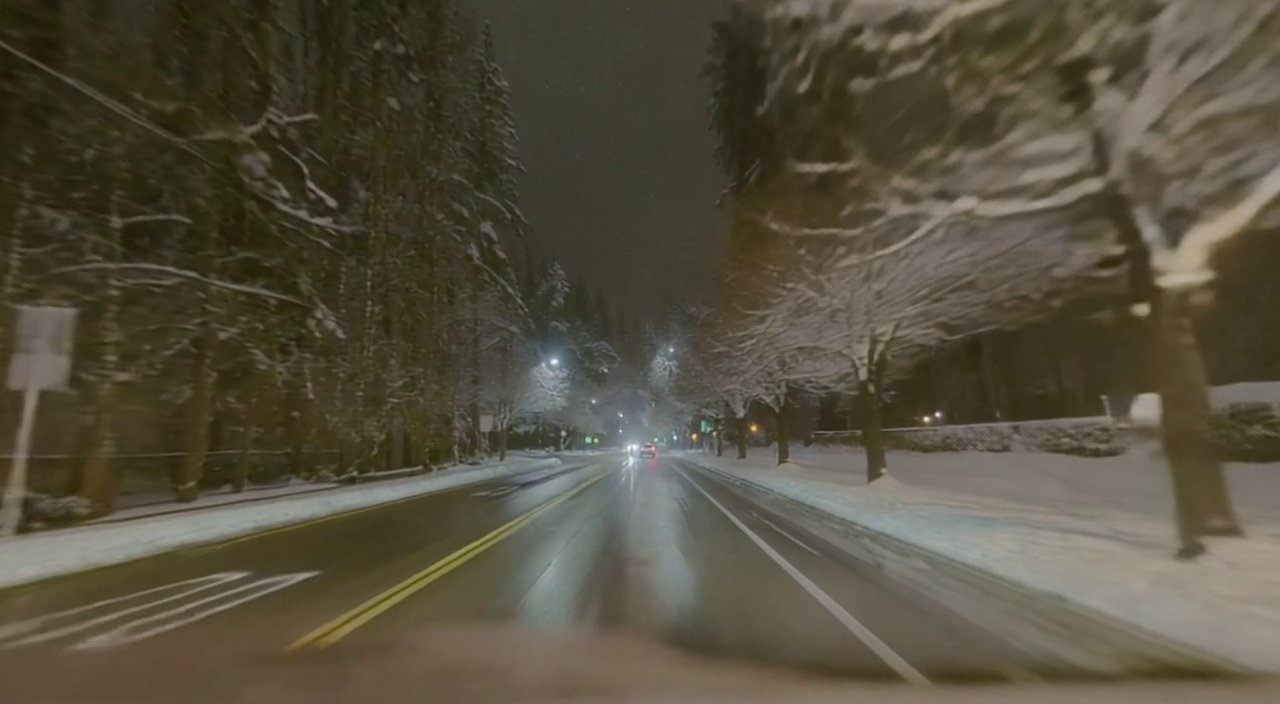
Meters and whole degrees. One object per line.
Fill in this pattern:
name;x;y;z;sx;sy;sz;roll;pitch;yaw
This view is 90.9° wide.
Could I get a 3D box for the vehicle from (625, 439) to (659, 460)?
vehicle;0.073;7.506;48.626;1.861;1.511;4.237;2;-9;-11
